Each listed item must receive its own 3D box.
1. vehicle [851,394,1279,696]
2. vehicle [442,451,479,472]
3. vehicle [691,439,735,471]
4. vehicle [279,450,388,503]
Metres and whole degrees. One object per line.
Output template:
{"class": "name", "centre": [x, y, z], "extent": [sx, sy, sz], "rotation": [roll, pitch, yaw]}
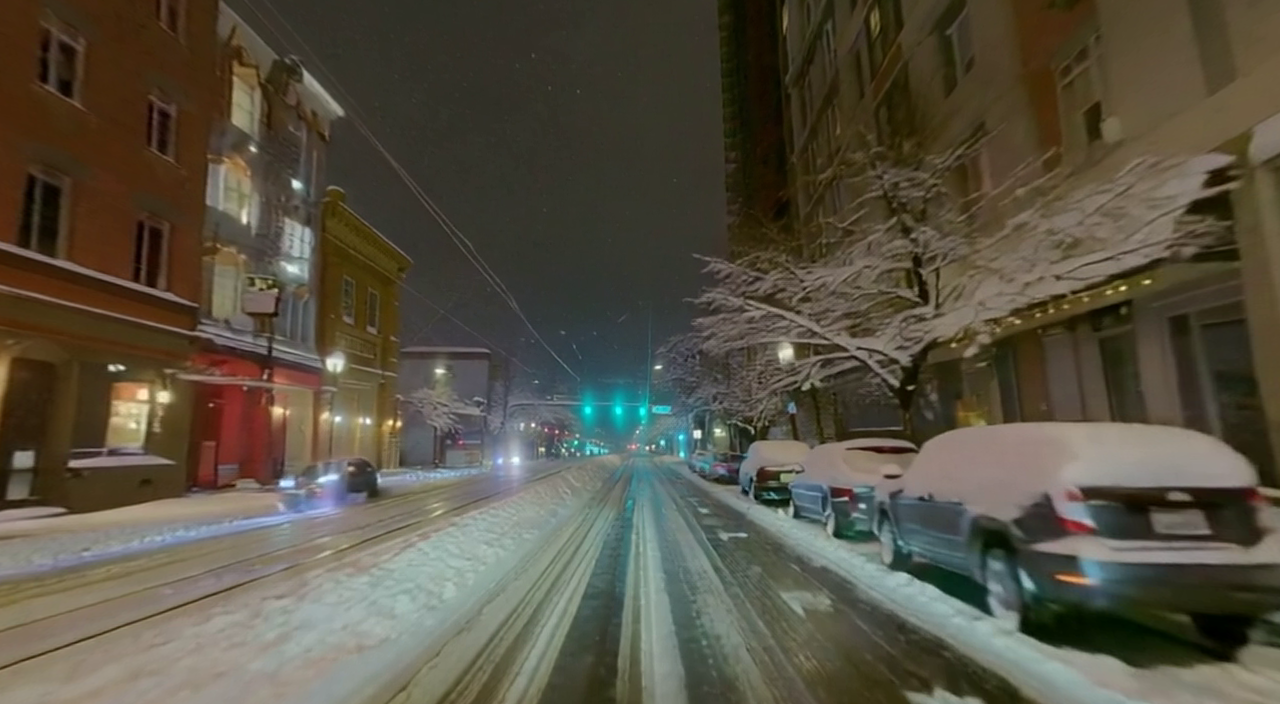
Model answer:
{"class": "vehicle", "centre": [3.504, 1.336, 5.507], "extent": [1.903, 1.596, 4.144], "rotation": [-1, -8, 1]}
{"class": "vehicle", "centre": [-13.412, 8.181, 47.293], "extent": [1.954, 1.445, 4.432], "rotation": [1, -8, -6]}
{"class": "vehicle", "centre": [4.007, 5.772, 35.319], "extent": [2.051, 1.656, 3.989], "rotation": [-1, -8, 1]}
{"class": "vehicle", "centre": [-9.395, 3.809, 19.633], "extent": [1.877, 1.430, 3.712], "rotation": [1, -8, -7]}
